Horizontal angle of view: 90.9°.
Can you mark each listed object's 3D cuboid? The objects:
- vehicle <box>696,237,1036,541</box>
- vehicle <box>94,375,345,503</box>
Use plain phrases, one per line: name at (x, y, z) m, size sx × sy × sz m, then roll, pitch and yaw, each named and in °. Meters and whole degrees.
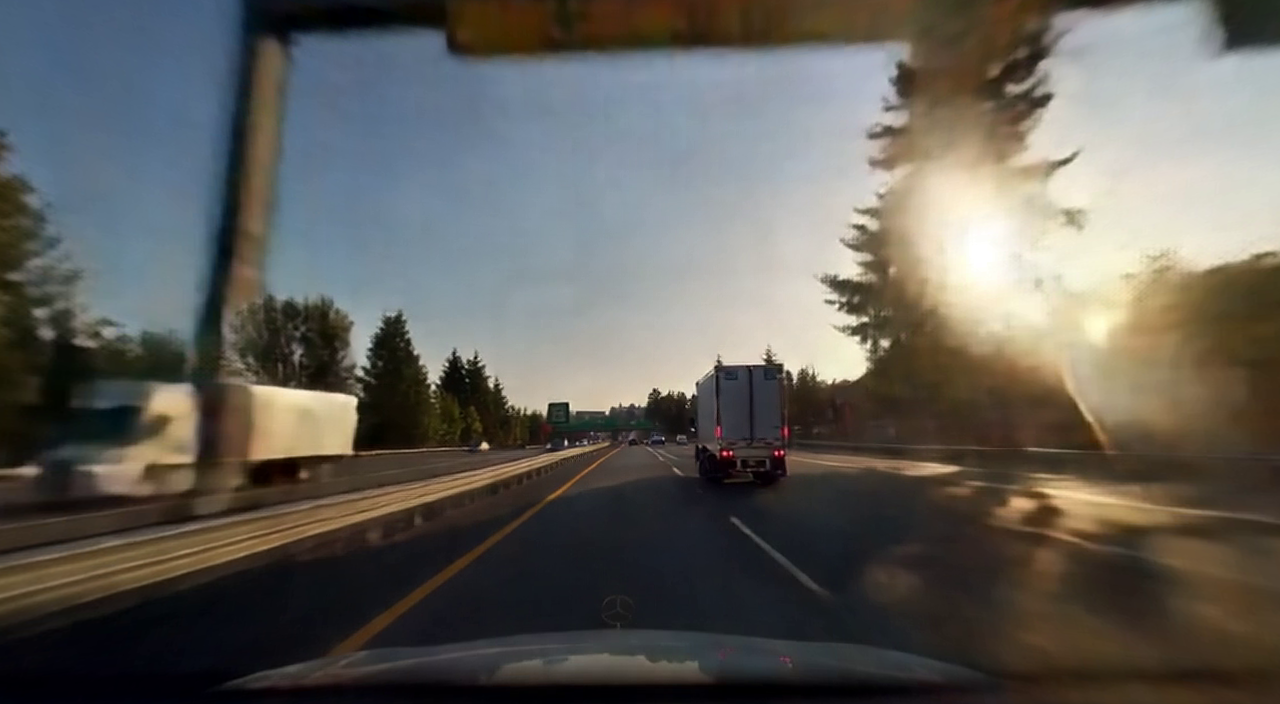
vehicle at (3.499, 1.307, 14.895) m, size 2.954 × 3.995 × 13.335 m, roll 0°, pitch -8°, yaw -1°
vehicle at (-12.749, 2.767, 20.325) m, size 2.697 × 3.310 × 7.825 m, roll 0°, pitch -8°, yaw -1°
